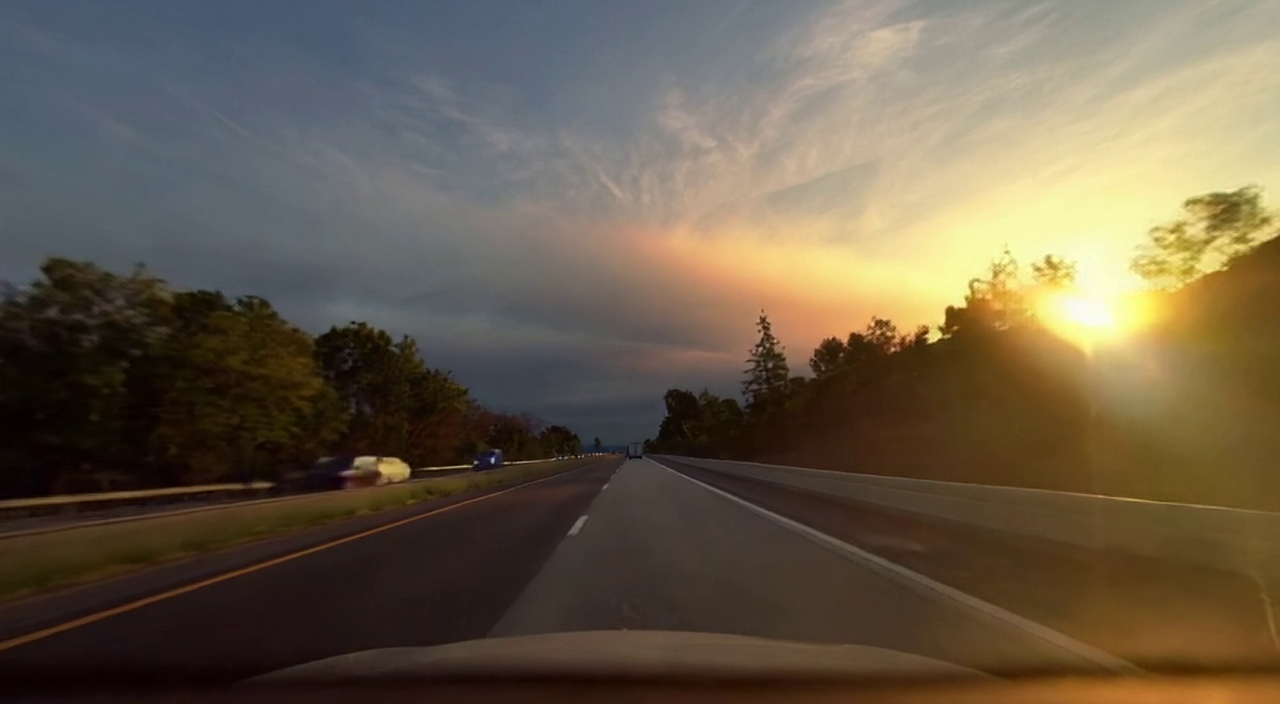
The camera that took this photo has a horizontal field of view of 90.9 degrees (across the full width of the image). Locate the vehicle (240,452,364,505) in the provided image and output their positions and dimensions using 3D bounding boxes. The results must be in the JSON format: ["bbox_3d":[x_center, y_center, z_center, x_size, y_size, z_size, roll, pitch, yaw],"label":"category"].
[{"bbox_3d":[-11.776,4.398,22.376,1.995,1.643,4.453,0,-9,-1],"label":"vehicle"}]
